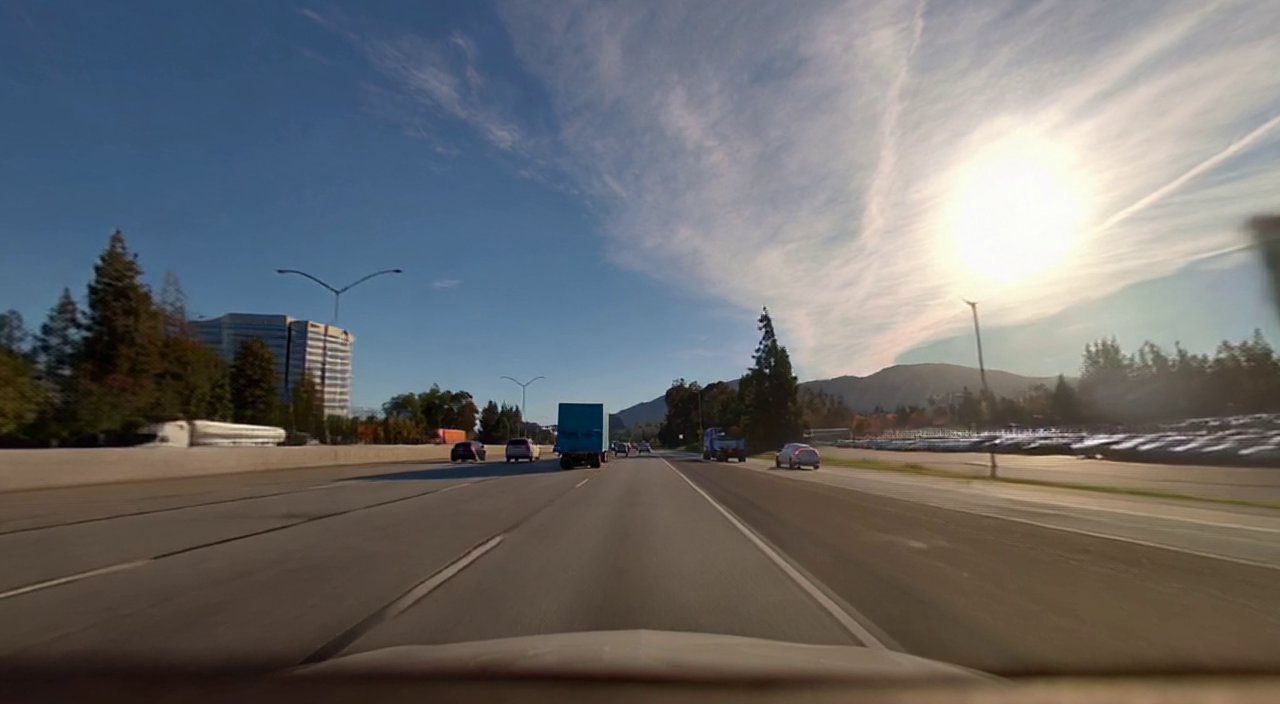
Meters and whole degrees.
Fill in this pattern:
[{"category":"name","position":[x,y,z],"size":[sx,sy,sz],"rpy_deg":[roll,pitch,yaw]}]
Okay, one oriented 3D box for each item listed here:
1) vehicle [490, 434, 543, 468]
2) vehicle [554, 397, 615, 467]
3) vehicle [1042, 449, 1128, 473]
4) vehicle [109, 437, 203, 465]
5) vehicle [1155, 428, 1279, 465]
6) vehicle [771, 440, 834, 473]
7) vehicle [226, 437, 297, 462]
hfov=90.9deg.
[{"category":"vehicle","position":[-6.992,5.641,36.139],"size":[2.058,1.840,4.443],"rpy_deg":[-1,-8,1]},{"category":"vehicle","position":[-3.431,5.547,42.894],"size":[2.905,4.037,12.921],"rpy_deg":[0,-8,0]},{"category":"vehicle","position":[29.107,7.124,41.305],"size":[4.154,1.498,1.891],"rpy_deg":[0,-8,-2]},{"category":"vehicle","position":[-29.205,6.002,38.266],"size":[1.966,1.558,4.687],"rpy_deg":[0,-8,1]},{"category":"vehicle","position":[28.313,4.629,30.822],"size":[4.586,1.710,1.944],"rpy_deg":[0,-8,-2]},{"category":"vehicle","position":[9.025,5.831,35.366],"size":[2.083,1.706,4.129],"rpy_deg":[0,-8,-5]},{"category":"vehicle","position":[-25.360,6.564,42.493],"size":[1.948,1.543,4.507],"rpy_deg":[0,-8,1]}]
